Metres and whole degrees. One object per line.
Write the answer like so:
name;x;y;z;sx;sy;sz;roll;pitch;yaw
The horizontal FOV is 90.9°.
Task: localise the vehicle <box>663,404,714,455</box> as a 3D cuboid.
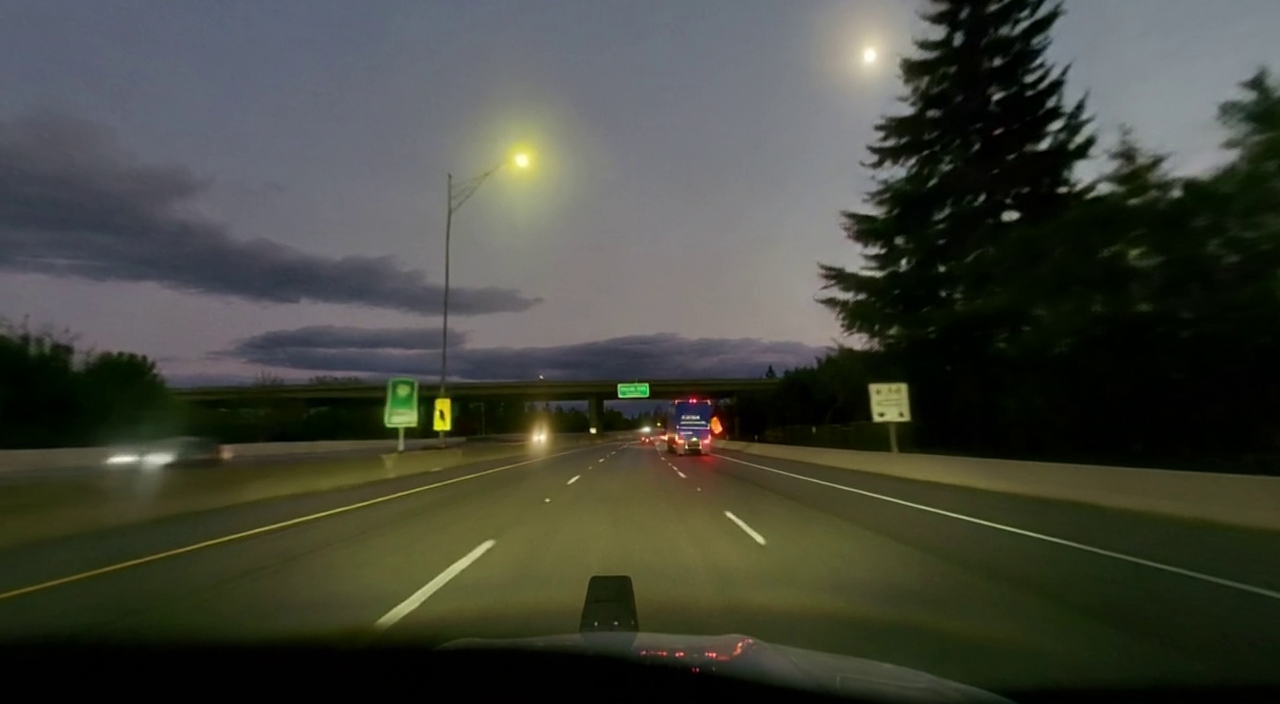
vehicle;3.591;6.140;49.620;2.981;3.512;11.154;0;-8;-1
